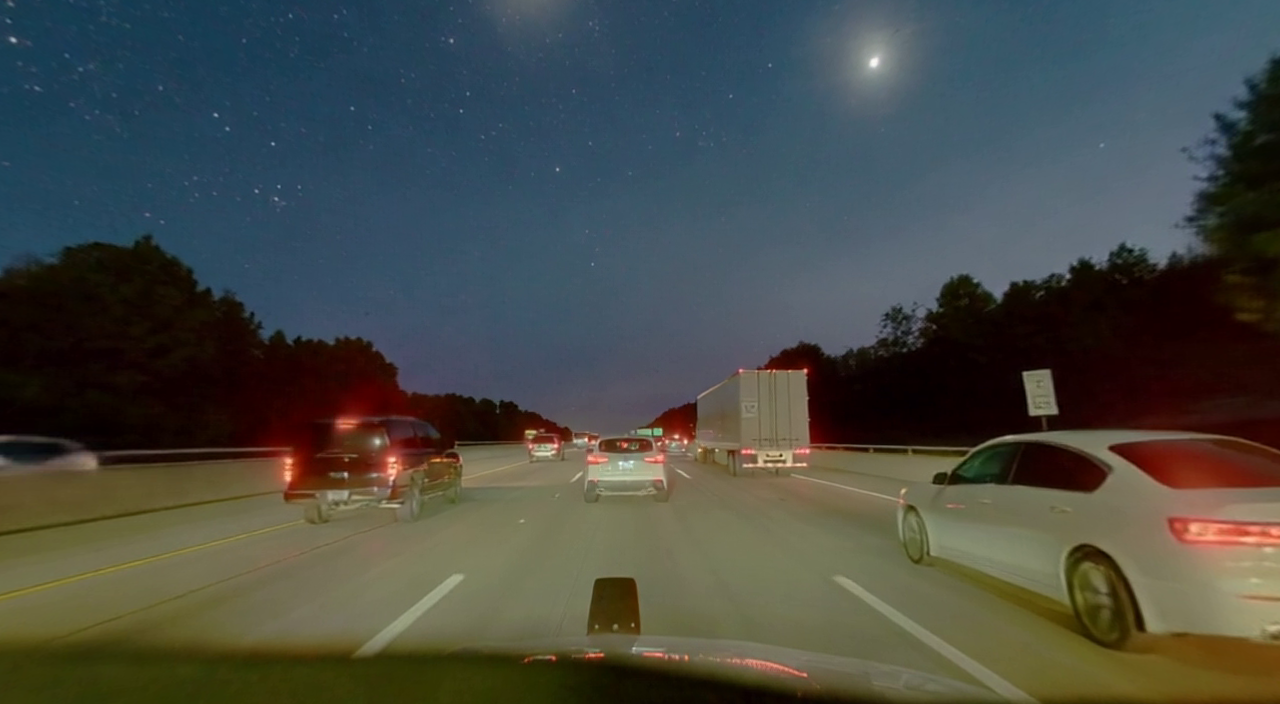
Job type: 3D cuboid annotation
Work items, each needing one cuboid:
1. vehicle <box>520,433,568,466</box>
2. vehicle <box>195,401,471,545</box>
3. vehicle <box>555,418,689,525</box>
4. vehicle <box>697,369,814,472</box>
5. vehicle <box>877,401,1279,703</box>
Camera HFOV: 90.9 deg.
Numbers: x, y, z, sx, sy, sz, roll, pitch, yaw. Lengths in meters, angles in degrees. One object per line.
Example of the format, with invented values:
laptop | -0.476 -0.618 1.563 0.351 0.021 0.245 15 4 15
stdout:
vehicle | -5.082 5.197 33.909 1.971 1.648 3.983 0 -8 -1
vehicle | -4.426 1.819 10.180 2.101 1.767 4.702 0 -8 -1
vehicle | -0.324 2.125 11.791 2.083 1.647 3.799 0 -8 -2
vehicle | 5.282 3.705 32.366 2.888 4.135 14.071 0 -8 -2
vehicle | 3.568 1.230 4.769 1.951 1.477 3.963 0 -8 -1
